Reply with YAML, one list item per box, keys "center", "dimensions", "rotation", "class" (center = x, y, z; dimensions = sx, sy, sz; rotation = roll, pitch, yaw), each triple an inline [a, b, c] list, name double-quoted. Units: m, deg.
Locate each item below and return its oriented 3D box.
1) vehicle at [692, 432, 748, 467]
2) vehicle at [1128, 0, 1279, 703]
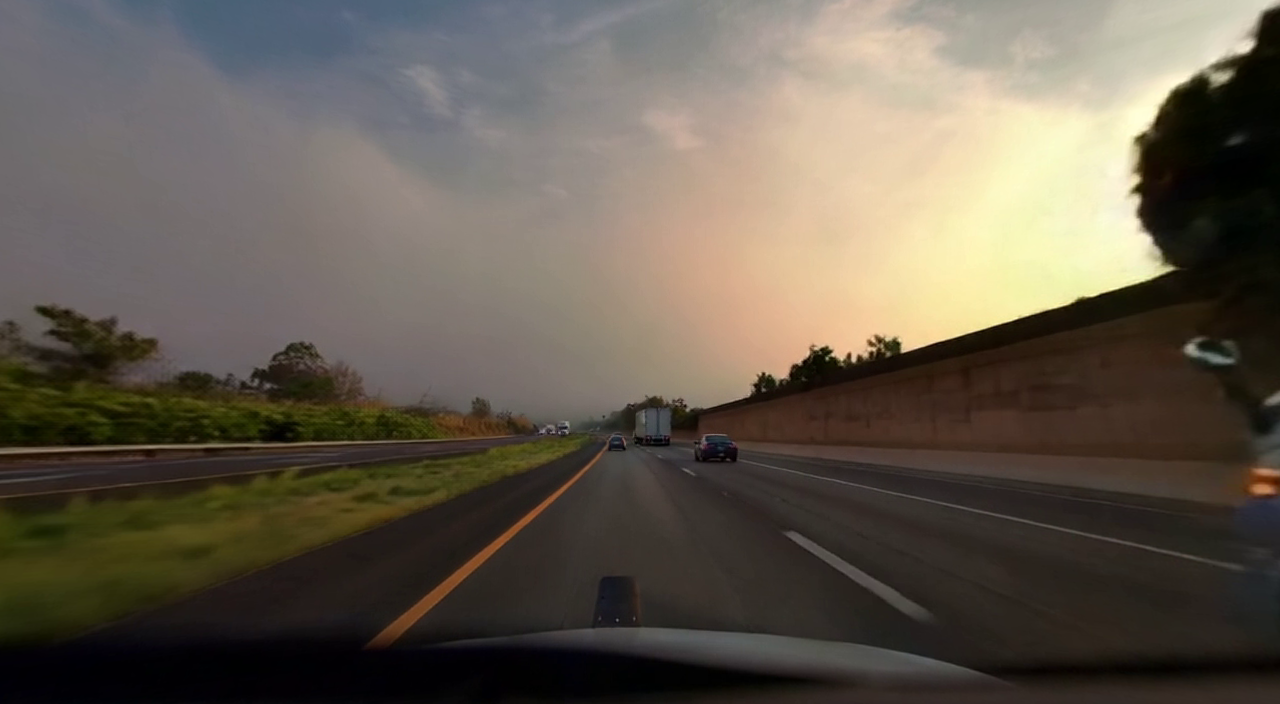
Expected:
- center: [3.545, 4.391, 28.751]
  dimensions: [1.813, 1.454, 4.197]
  rotation: [0, -7, -3]
  class: "vehicle"
- center: [4.362, -0.707, 0.250]
  dimensions: [3.048, 4.142, 6.359]
  rotation: [0, -7, -1]
  class: "vehicle"
